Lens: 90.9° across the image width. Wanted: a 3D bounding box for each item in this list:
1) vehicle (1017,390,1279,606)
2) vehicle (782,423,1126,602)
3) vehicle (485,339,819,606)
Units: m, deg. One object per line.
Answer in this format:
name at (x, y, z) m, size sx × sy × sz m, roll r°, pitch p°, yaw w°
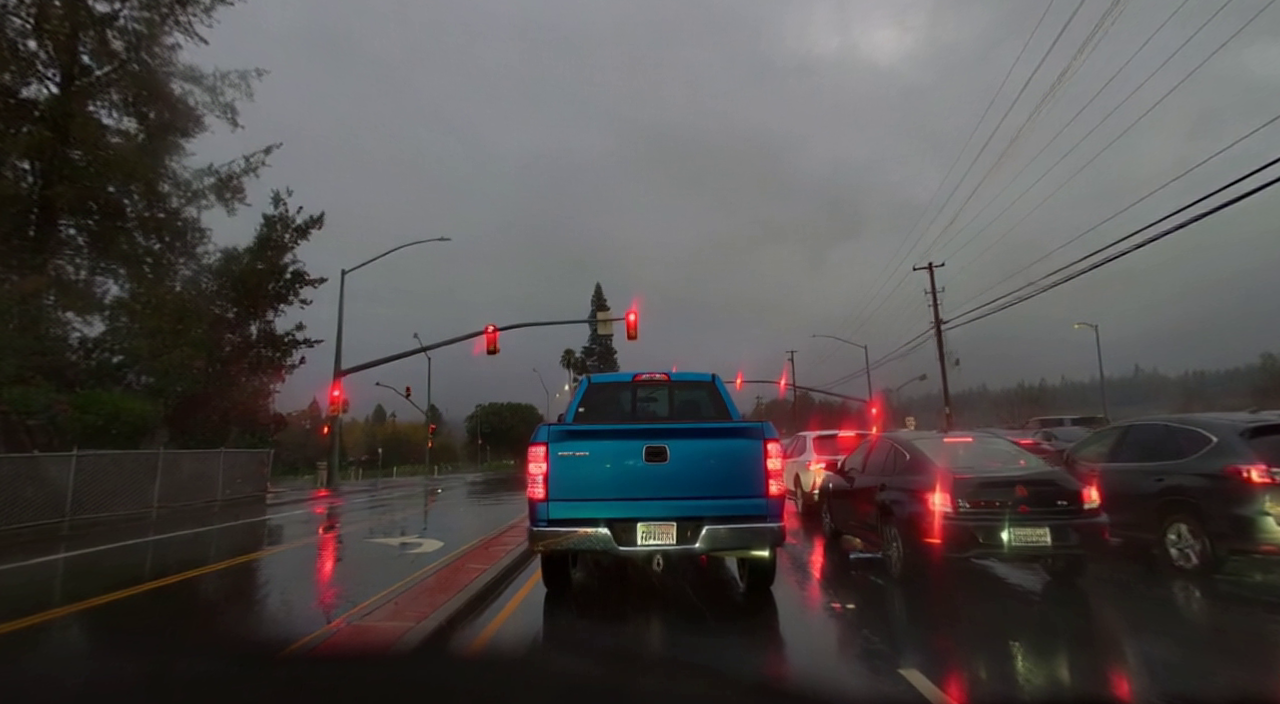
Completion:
vehicle at (6.170, 1.372, 6.397) m, size 1.982 × 1.727 × 4.352 m, roll 0°, pitch -8°, yaw 1°
vehicle at (3.125, 1.660, 7.429) m, size 1.993 × 1.495 × 4.060 m, roll 0°, pitch -8°, yaw 1°
vehicle at (0.136, 1.470, 8.553) m, size 2.831 × 2.284 × 6.149 m, roll 0°, pitch -8°, yaw 1°
